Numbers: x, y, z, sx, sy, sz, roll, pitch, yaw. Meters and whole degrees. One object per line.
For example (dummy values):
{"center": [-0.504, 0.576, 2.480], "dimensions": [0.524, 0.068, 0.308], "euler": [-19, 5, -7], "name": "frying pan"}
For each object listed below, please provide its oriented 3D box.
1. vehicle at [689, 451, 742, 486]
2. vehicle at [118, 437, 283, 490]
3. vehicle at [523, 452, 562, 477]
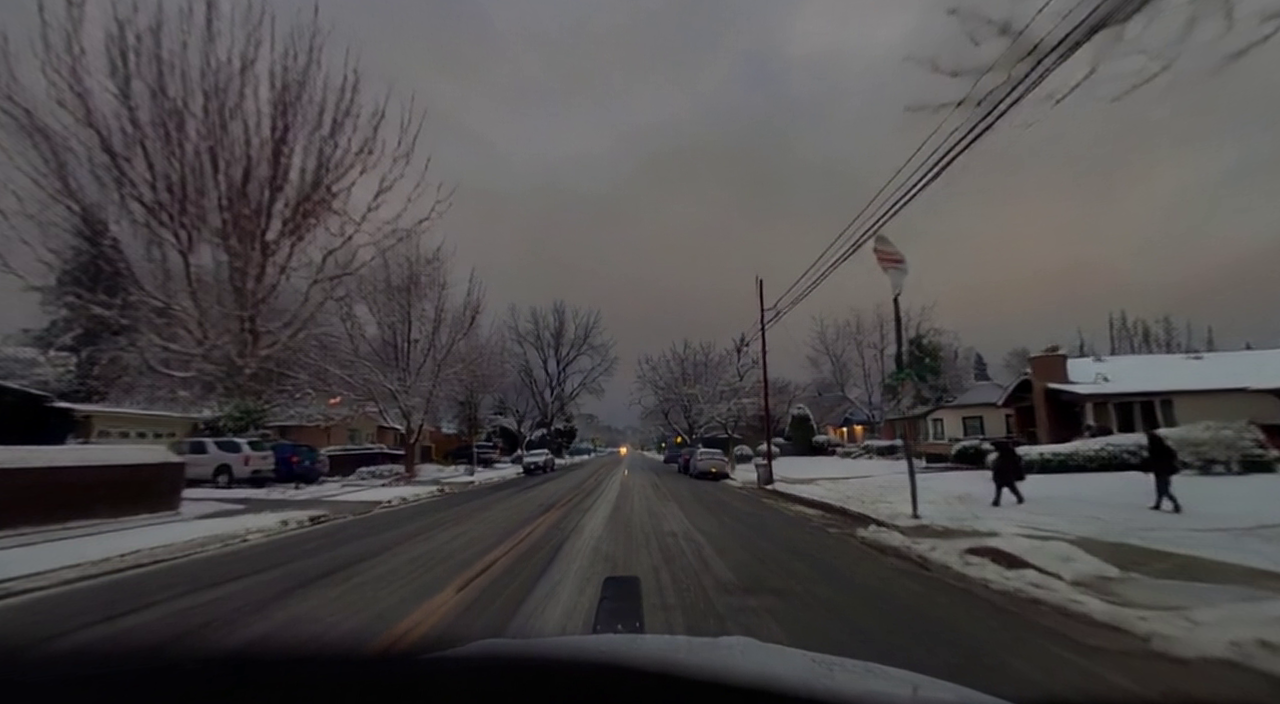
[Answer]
{"center": [3.615, 5.660, 30.921], "dimensions": [1.917, 1.569, 4.460], "euler": [0, -9, -1], "name": "vehicle"}
{"center": [-15.499, 3.956, 22.382], "dimensions": [4.320, 1.767, 1.951], "euler": [0, -9, 0], "name": "vehicle"}
{"center": [-6.651, 7.660, 43.184], "dimensions": [1.985, 1.497, 4.655], "euler": [-2, -9, -1], "name": "vehicle"}
